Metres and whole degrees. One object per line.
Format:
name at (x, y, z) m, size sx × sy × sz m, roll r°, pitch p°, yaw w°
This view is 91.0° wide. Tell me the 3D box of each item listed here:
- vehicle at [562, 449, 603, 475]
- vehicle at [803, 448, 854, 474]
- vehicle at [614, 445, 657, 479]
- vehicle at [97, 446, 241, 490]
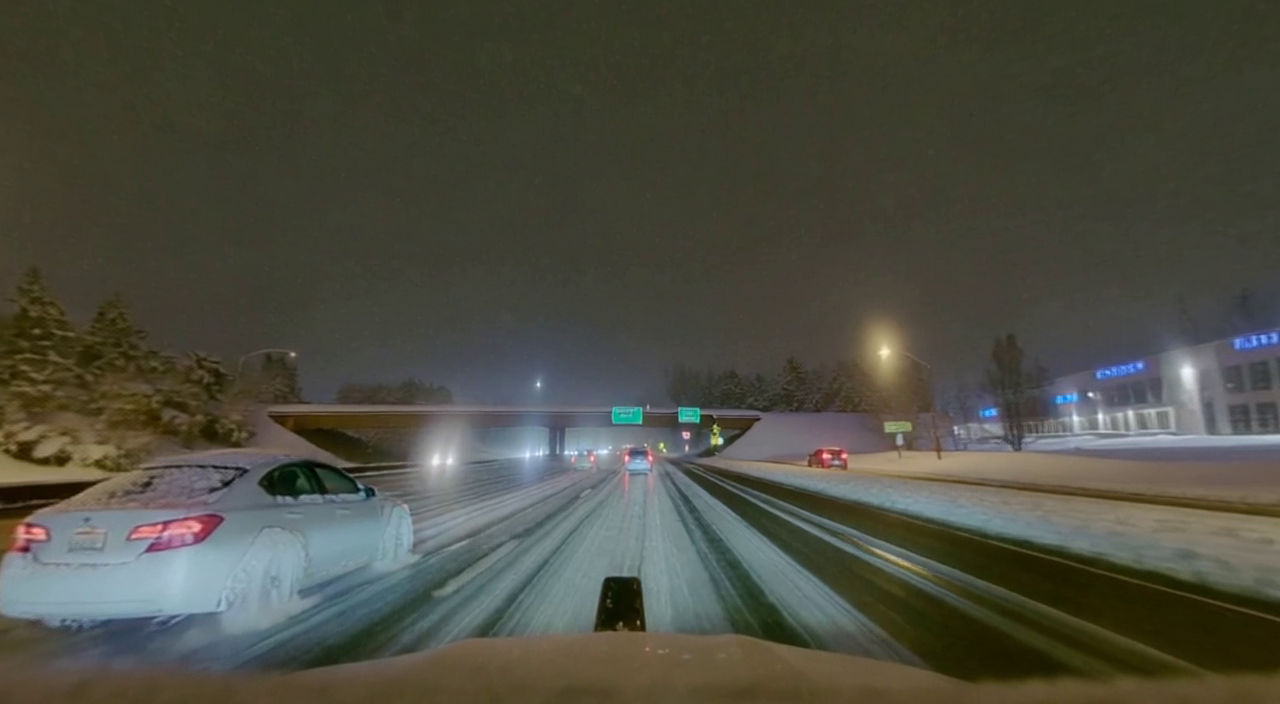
vehicle at (-3.601, 7.020, 40.283) m, size 2.071 × 1.553 × 4.388 m, roll 0°, pitch -9°, yaw 2°
vehicle at (13.720, 7.953, 46.143) m, size 2.246 × 1.760 × 4.640 m, roll 0°, pitch -9°, yaw -1°
vehicle at (-0.191, 5.757, 33.149) m, size 2.102 × 1.692 × 4.057 m, roll 0°, pitch -9°, yaw 1°
vehicle at (-18.753, 4.621, 25.424) m, size 2.210 × 1.597 × 4.597 m, roll 0°, pitch -9°, yaw 0°
